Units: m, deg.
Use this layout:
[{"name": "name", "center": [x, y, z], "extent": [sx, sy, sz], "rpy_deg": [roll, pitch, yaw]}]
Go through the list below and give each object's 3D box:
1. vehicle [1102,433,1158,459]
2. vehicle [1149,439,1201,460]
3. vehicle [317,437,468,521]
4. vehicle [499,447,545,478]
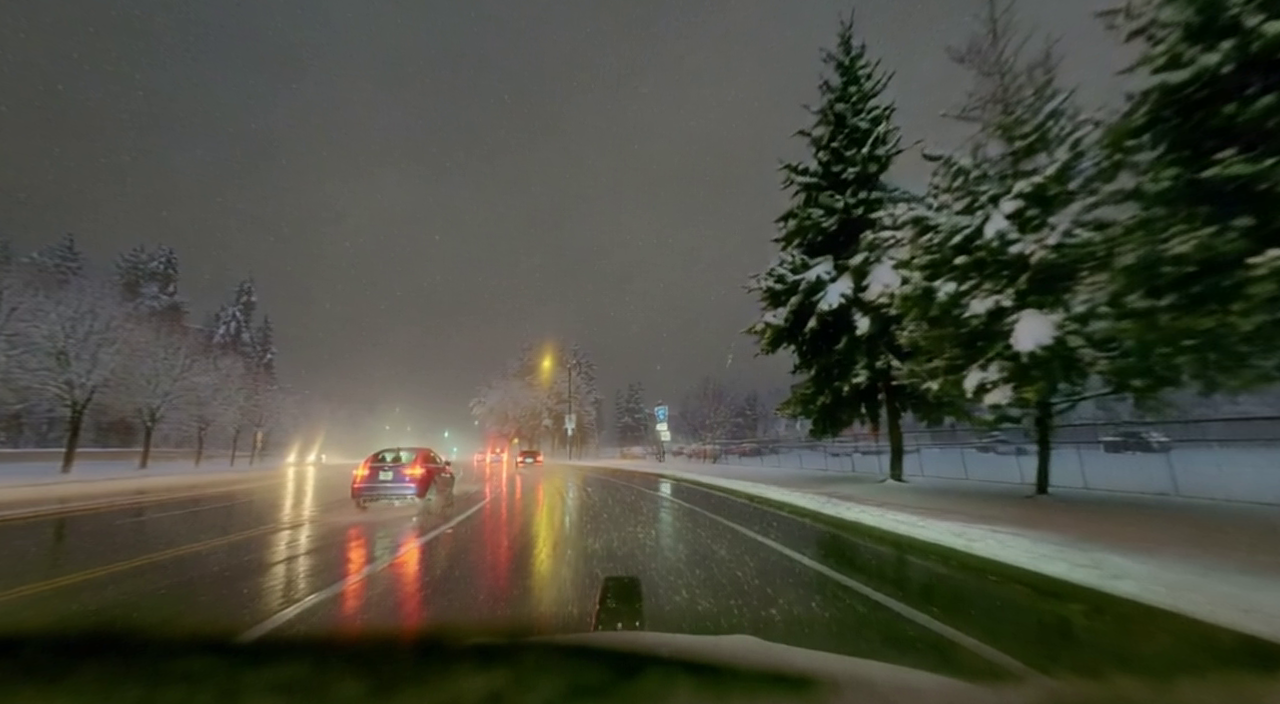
[{"name": "vehicle", "center": [36.645, 7.062, 47.432], "extent": [2.141, 1.842, 5.582], "rpy_deg": [-4, -9, 26]}, {"name": "vehicle", "center": [39.137, 7.128, 46.293], "extent": [1.742, 1.451, 3.900], "rpy_deg": [-4, -9, 23]}, {"name": "vehicle", "center": [-5.674, 2.937, 15.217], "extent": [2.105, 1.676, 4.541], "rpy_deg": [0, -8, -5]}, {"name": "vehicle", "center": [-6.034, 5.653, 32.583], "extent": [2.147, 1.474, 4.083], "rpy_deg": [1, -9, -9]}]
